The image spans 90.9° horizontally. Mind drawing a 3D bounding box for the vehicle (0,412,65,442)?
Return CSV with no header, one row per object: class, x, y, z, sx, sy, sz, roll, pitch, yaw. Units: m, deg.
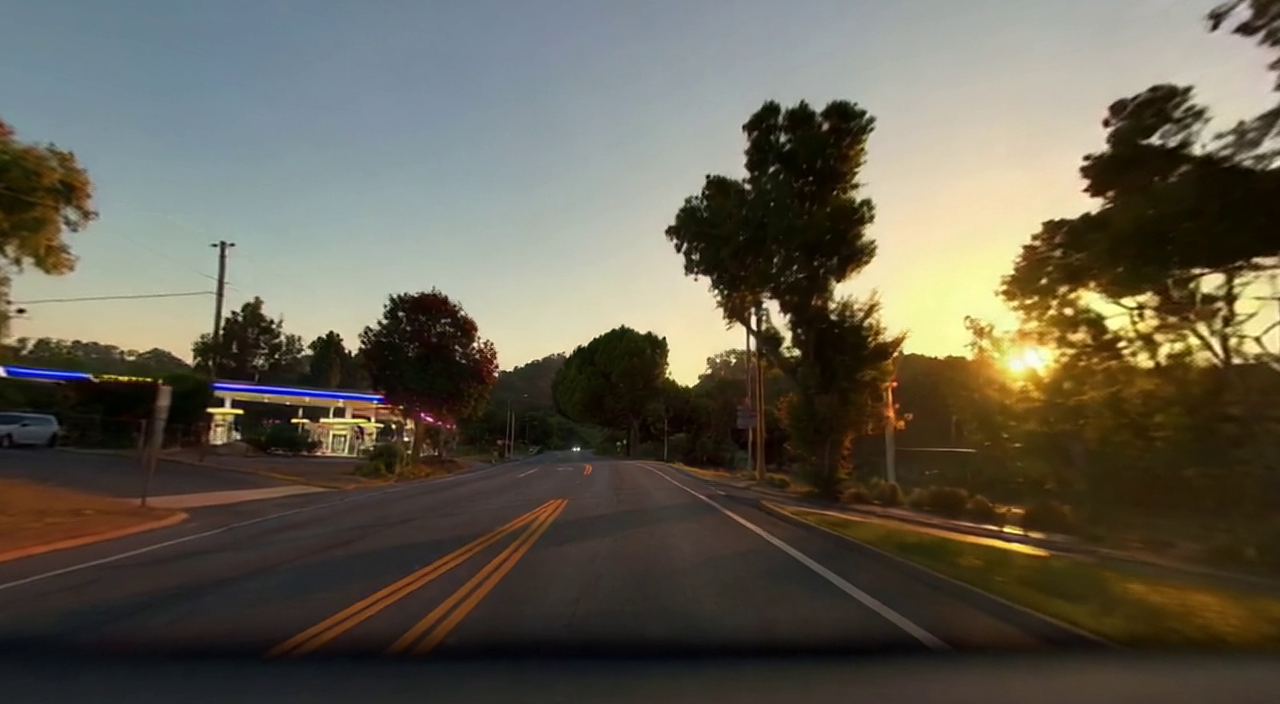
vehicle,-34.052,4.090,34.109,4.399,1.566,1.882,-2,-9,10
